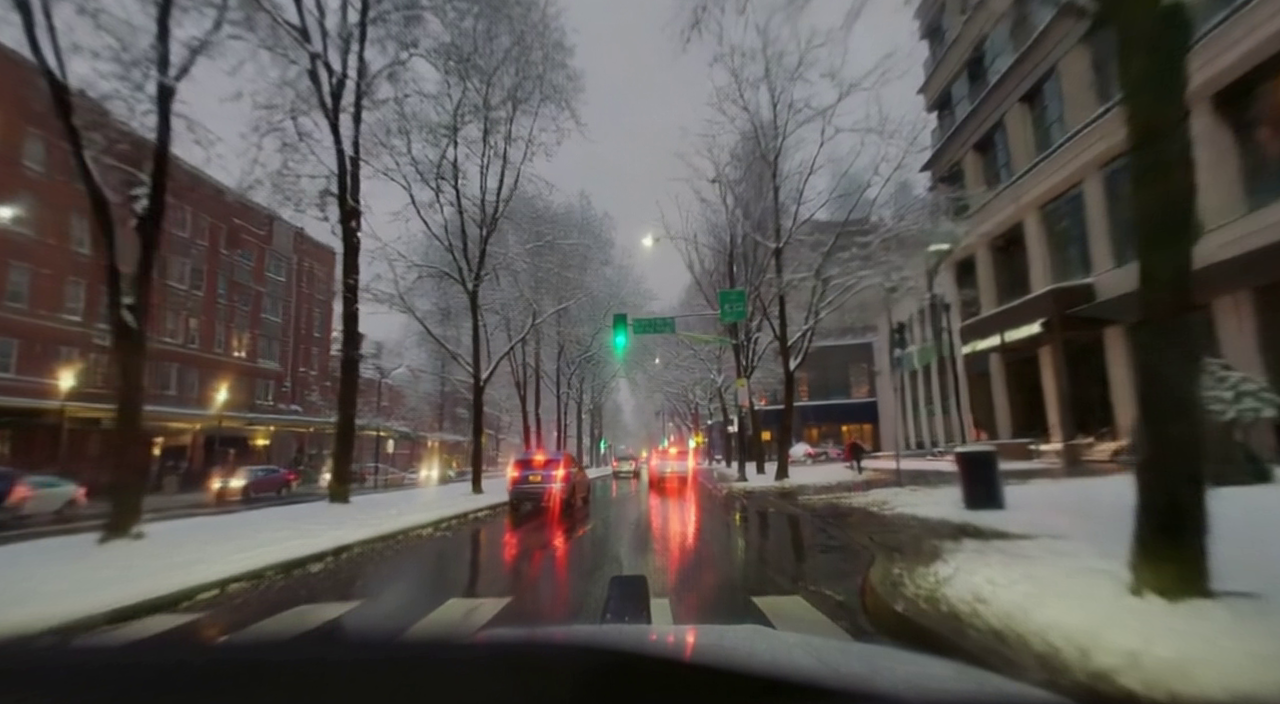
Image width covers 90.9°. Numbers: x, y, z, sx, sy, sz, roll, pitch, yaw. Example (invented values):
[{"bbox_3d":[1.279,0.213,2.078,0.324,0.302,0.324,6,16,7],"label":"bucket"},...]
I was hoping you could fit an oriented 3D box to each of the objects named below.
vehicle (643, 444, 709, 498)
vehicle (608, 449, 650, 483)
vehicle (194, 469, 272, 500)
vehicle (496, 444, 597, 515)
[{"bbox_3d":[1.249,4.194,22.629,2.120,1.758,3.917,-1,-9,2],"label":"vehicle"},{"bbox_3d":[-0.592,6.767,37.812,2.220,1.847,4.587,-1,-9,3],"label":"vehicle"},{"bbox_3d":[-27.798,9.031,43.256,2.045,1.799,4.945,0,-9,0],"label":"vehicle"},{"bbox_3d":[-2.425,3.415,17.378,1.940,1.722,3.823,-1,-9,4],"label":"vehicle"}]
